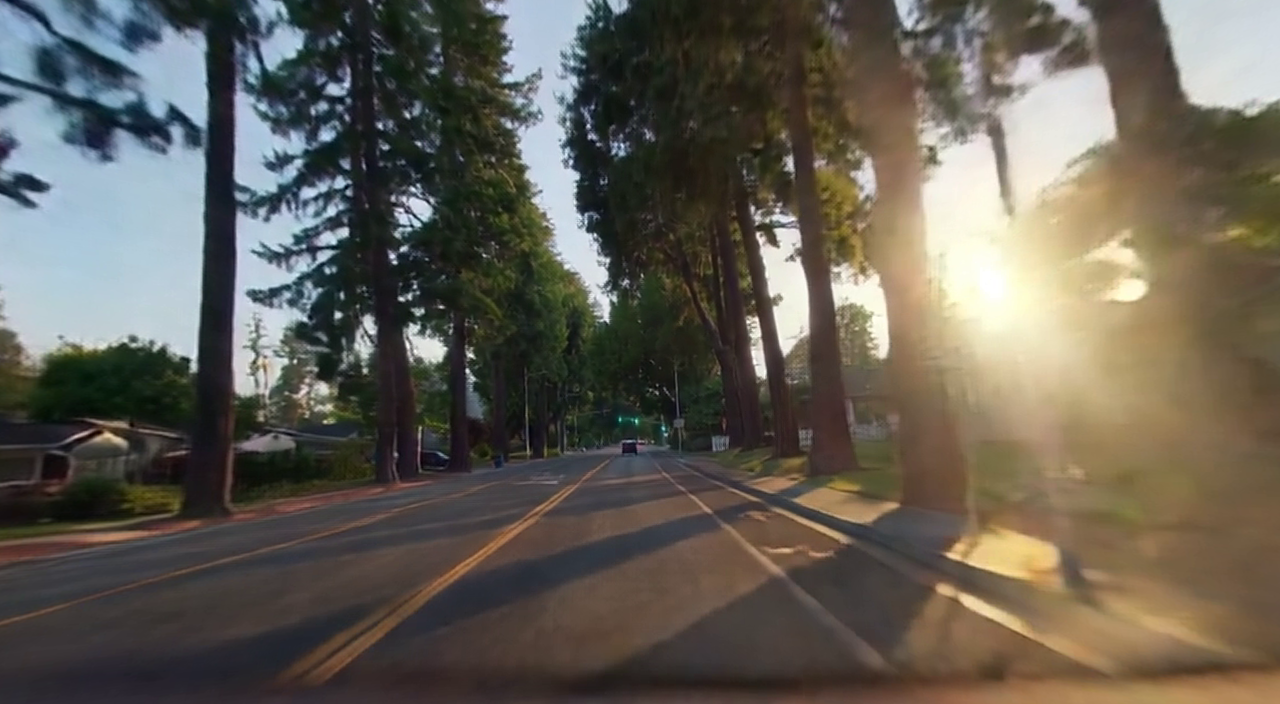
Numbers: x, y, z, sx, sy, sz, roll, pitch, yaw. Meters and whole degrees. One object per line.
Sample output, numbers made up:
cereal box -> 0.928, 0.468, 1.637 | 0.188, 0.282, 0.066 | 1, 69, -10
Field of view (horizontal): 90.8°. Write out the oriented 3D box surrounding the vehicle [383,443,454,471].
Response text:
vehicle -> -16.395, 7.784, 46.886 | 2.043, 1.803, 4.631 | -11, -13, 36

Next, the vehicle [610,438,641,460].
vehicle -> -1.074, 6.972, 45.629 | 2.104, 1.500, 3.815 | 0, -8, -2

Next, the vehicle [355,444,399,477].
vehicle -> -17.024, 6.957, 41.082 | 2.378, 1.922, 5.801 | 2, -8, -21
